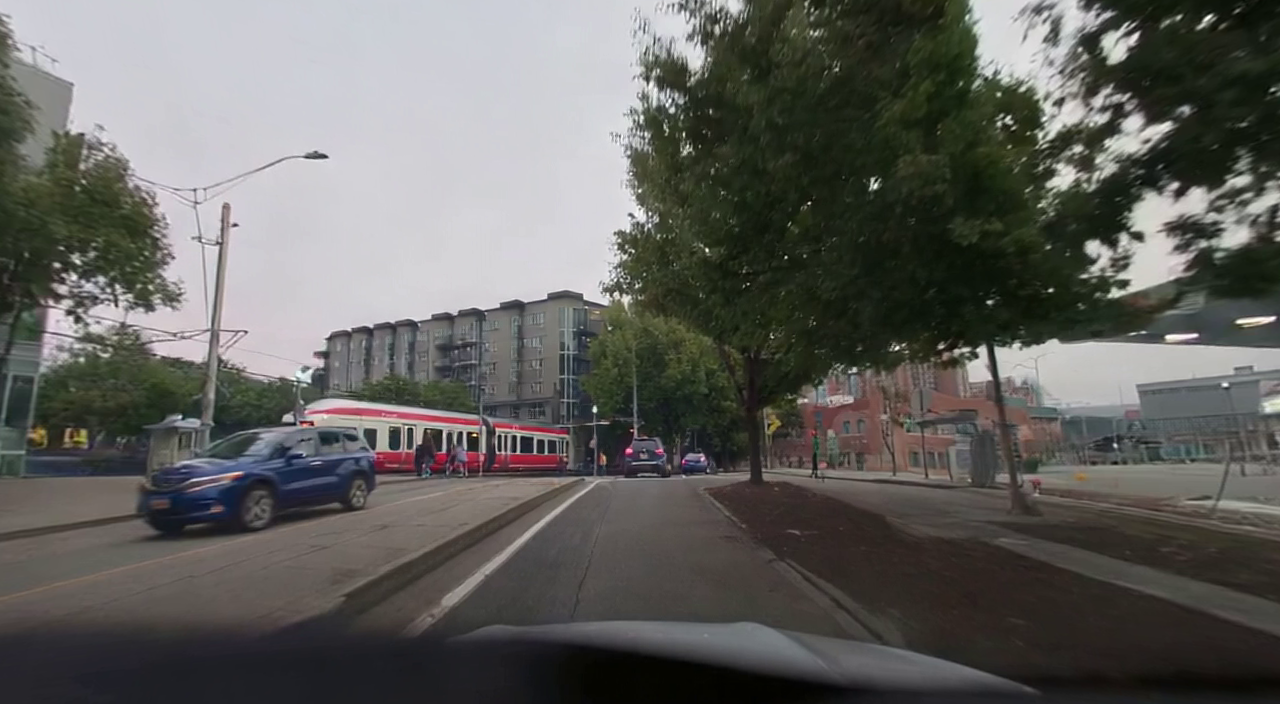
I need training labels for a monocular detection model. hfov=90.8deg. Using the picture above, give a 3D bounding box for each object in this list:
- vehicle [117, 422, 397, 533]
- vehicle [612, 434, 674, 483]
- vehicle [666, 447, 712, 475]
[{"bbox_3d":[-7.256,2.434,12.858,2.252,1.787,4.929,-1,-9,6],"label":"vehicle"},{"bbox_3d":[0.212,4.254,25.432,2.263,1.765,4.237,-1,-9,3],"label":"vehicle"},{"bbox_3d":[3.274,7.106,41.404,2.010,1.725,4.320,-3,-9,18],"label":"vehicle"}]
